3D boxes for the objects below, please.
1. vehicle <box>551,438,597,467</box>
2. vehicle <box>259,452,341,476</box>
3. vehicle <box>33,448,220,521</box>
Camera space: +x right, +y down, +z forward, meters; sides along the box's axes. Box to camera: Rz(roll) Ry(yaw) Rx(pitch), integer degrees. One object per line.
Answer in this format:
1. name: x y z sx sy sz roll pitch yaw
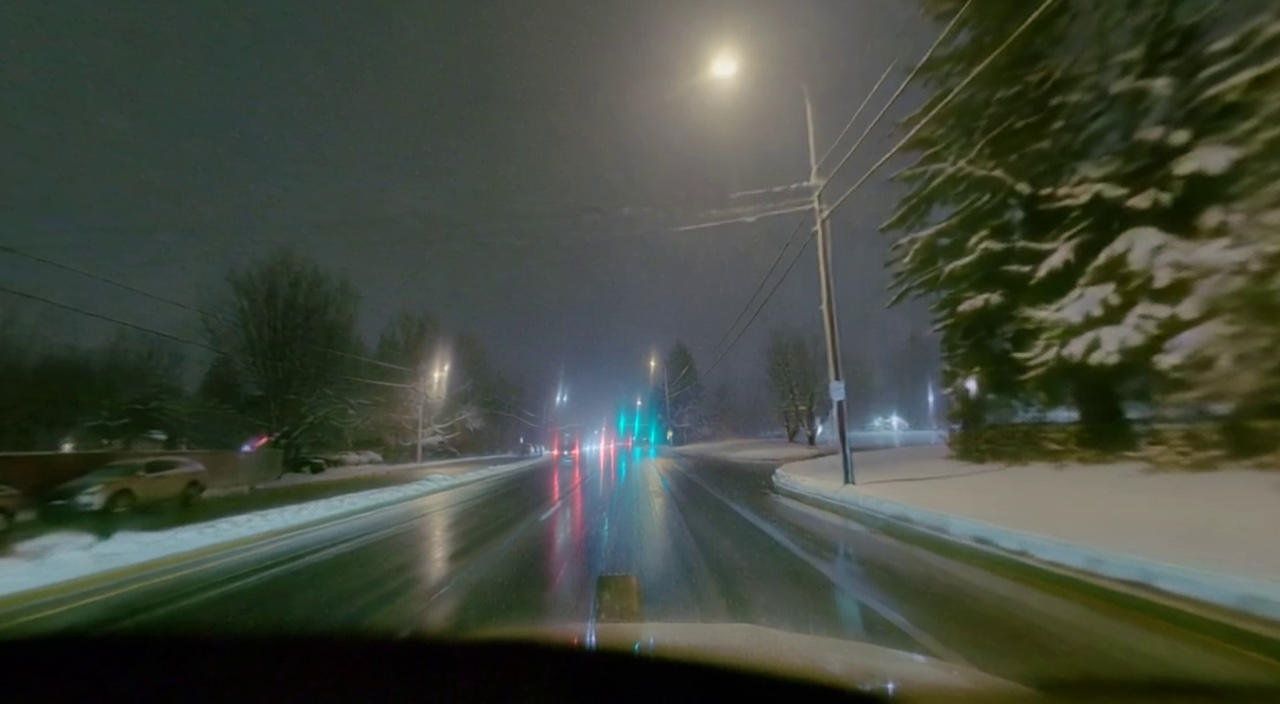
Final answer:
1. vehicle: -3.513 5.482 34.558 2.030 1.467 4.251 0 -8 0
2. vehicle: -22.300 7.352 41.534 4.252 1.458 1.915 0 -8 1
3. vehicle: -15.752 4.017 19.801 2.050 1.784 4.577 -3 -8 0
